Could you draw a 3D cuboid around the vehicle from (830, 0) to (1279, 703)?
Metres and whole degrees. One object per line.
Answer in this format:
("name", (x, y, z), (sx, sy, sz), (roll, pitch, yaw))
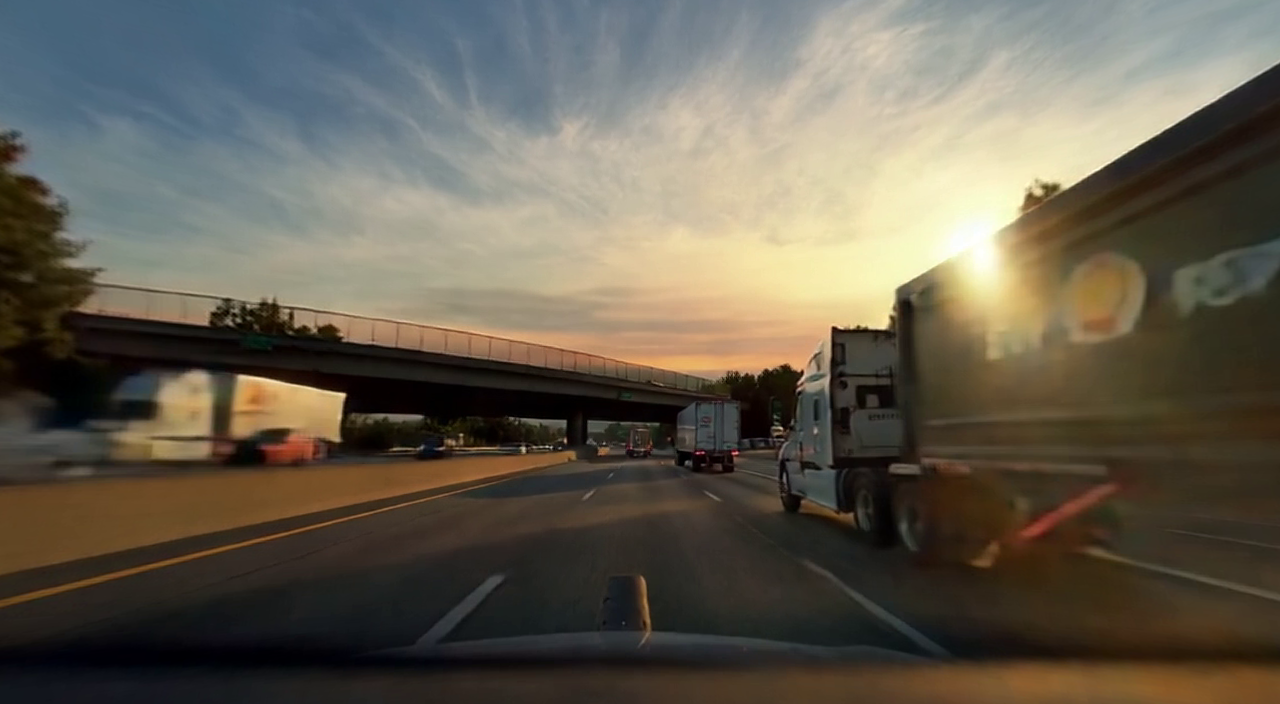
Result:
("vehicle", (4.058, -0.445, 1.442), (2.922, 3.987, 14.038), (0, -9, 0))

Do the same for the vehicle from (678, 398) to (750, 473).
("vehicle", (4.405, 5.526, 40.963), (2.881, 3.995, 14.382), (0, -9, 0))

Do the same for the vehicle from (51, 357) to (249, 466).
("vehicle", (-19.458, 2.563, 25.655), (2.953, 3.927, 5.994), (0, -9, 0))

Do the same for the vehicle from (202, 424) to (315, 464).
("vehicle", (-15.479, 3.779, 25.889), (1.849, 1.492, 4.415), (0, -9, 1))
